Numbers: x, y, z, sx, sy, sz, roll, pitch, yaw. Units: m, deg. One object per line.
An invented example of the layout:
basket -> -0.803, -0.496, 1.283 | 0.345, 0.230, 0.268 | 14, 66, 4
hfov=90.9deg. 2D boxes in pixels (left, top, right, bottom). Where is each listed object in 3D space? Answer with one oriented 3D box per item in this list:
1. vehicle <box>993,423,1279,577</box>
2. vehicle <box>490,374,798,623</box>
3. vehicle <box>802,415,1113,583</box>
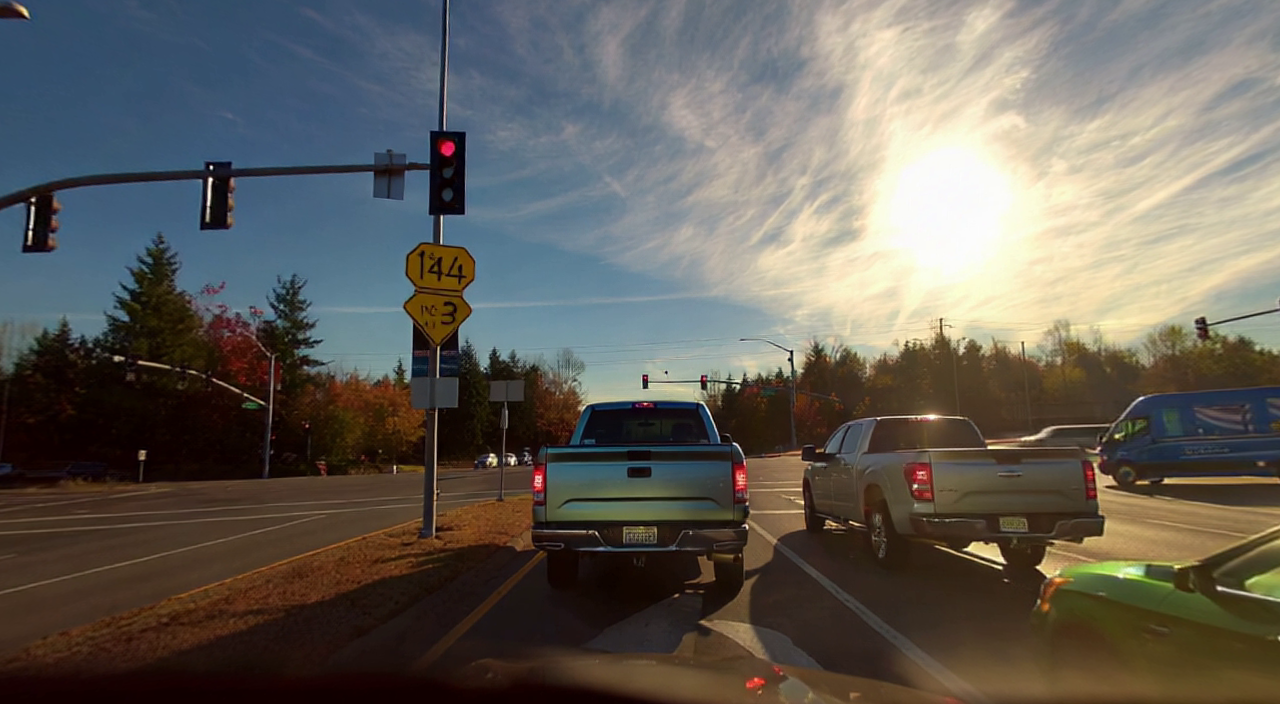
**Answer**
vehicle -> 6.858, 1.744, 8.257 | 1.973, 1.470, 4.228 | 0, -8, 0
vehicle -> 0.069, 1.474, 7.356 | 2.326, 1.880, 4.964 | 0, -8, 1
vehicle -> 3.598, 1.720, 8.174 | 1.981, 1.616, 4.006 | 0, -8, 1
